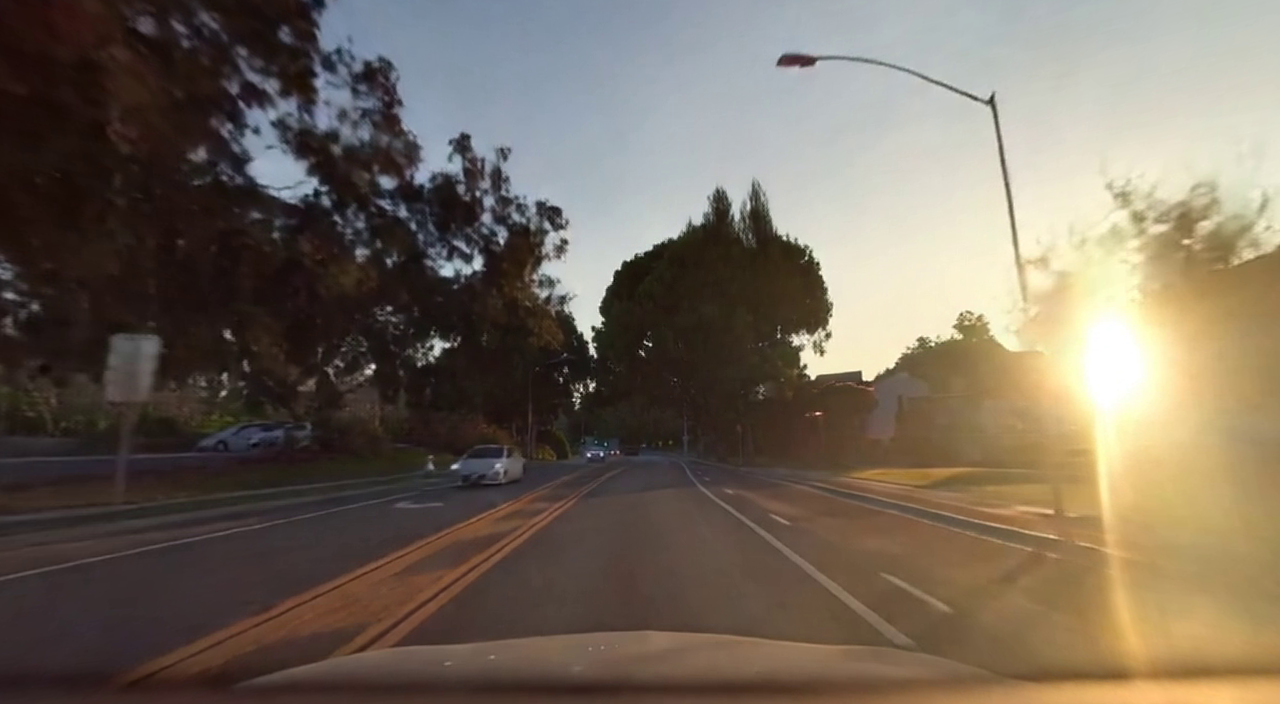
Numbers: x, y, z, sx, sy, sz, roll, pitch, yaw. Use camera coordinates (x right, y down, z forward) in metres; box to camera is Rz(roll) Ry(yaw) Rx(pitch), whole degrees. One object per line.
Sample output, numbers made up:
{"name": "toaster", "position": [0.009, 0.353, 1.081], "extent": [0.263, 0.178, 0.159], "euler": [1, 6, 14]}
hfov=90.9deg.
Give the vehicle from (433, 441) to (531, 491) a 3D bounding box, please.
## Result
{"name": "vehicle", "position": [-5.269, 3.830, 21.722], "extent": [2.133, 1.508, 4.535], "euler": [0, -8, 1]}
